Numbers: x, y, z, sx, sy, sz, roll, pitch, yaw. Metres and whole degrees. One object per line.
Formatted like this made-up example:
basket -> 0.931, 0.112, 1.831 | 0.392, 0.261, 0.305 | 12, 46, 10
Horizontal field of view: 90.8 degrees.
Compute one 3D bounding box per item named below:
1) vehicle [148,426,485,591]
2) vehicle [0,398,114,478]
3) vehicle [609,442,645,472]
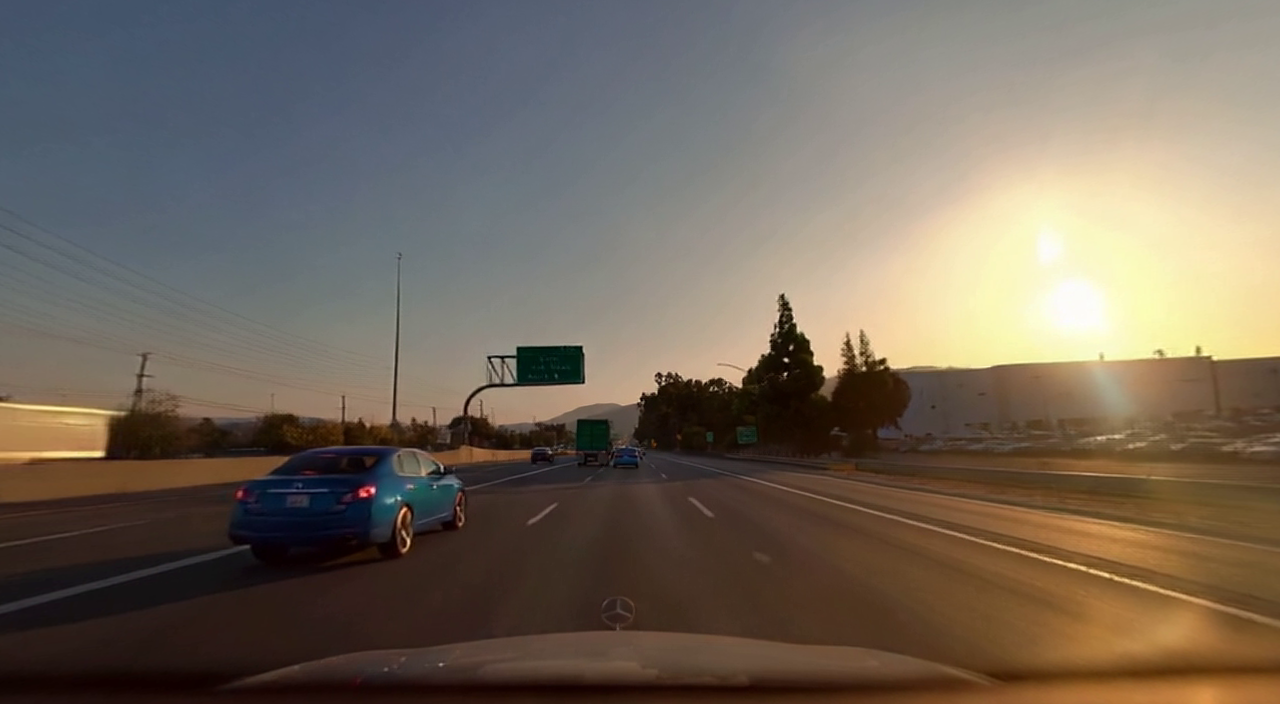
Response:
vehicle -> -3.549, 1.790, 8.112 | 1.997, 1.507, 4.391 | 0, -9, 0
vehicle -> -34.619, 4.248, 31.274 | 2.900, 4.070, 16.667 | 0, -9, 0
vehicle -> -0.719, 6.269, 37.834 | 2.033, 1.669, 4.112 | 0, -9, 0
